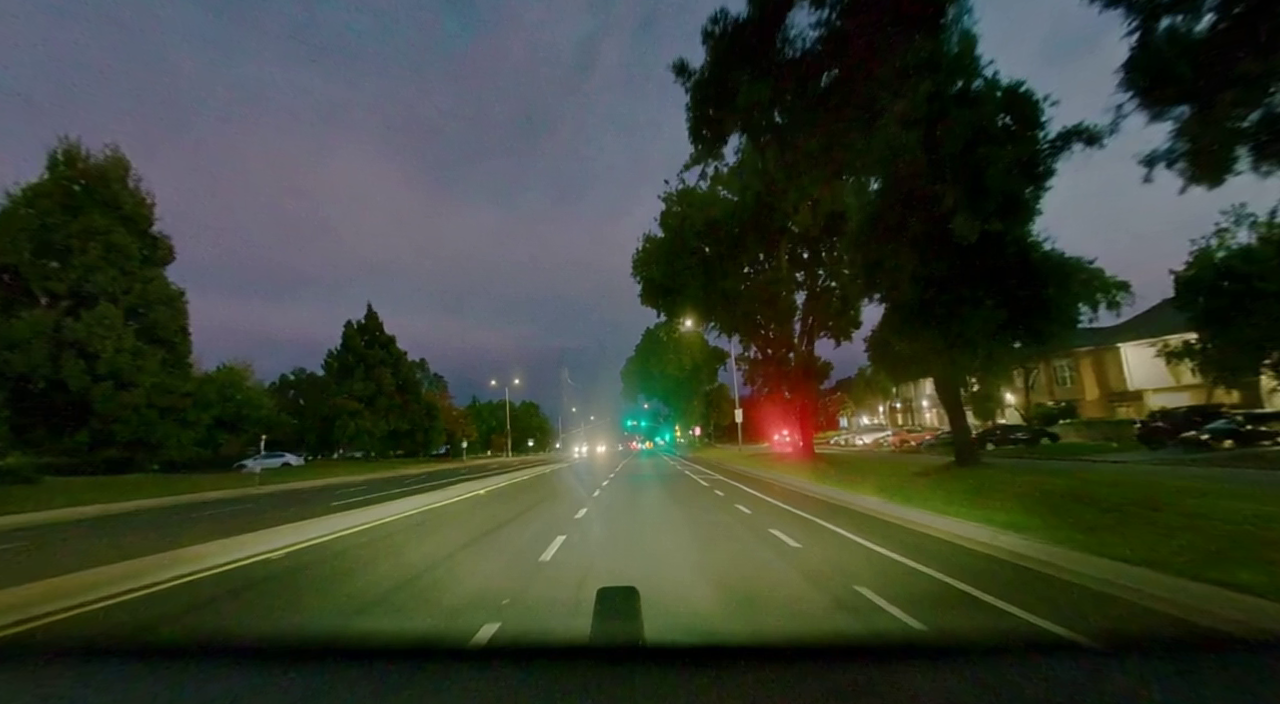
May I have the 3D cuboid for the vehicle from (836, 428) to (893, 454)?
[{"bbox_3d":[15.701,6.277,44.404,2.106,1.670,5.008,0,-8,-1],"label":"vehicle"}]

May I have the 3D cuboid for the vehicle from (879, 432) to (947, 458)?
[{"bbox_3d":[16.055,5.520,37.441,1.849,1.415,4.801,0,-8,0],"label":"vehicle"}]

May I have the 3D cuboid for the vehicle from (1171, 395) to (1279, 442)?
[{"bbox_3d":[23.667,2.576,24.363,4.603,1.704,1.936,0,-8,-2],"label":"vehicle"}]

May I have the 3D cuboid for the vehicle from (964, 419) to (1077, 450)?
[{"bbox_3d":[22.544,4.924,37.602,5.268,1.720,2.149,-1,-8,1],"label":"vehicle"}]

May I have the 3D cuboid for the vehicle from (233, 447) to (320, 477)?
[{"bbox_3d":[-24.654,7.453,42.947,4.715,1.451,1.863,-5,-3,-3],"label":"vehicle"}]
